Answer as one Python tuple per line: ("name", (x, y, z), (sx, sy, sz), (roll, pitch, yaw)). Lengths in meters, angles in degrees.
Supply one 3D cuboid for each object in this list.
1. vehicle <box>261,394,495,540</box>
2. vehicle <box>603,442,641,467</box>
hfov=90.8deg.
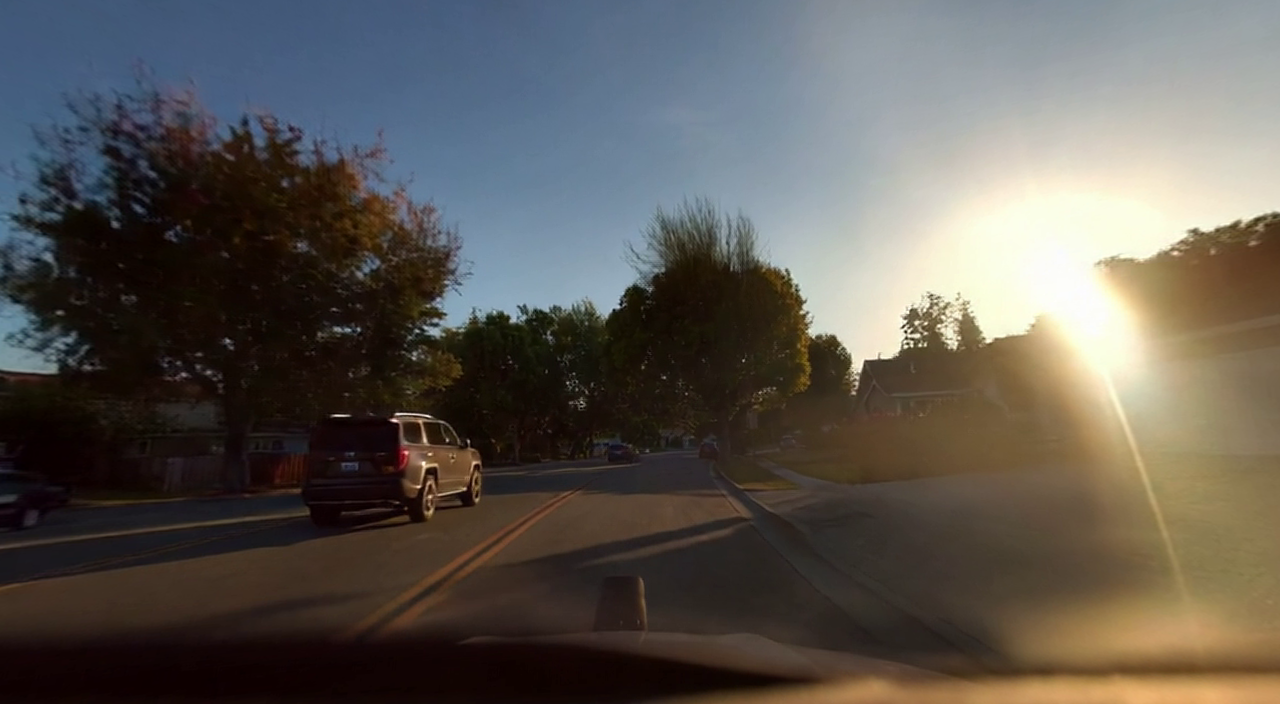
("vehicle", (-4.370, 2.035, 11.726), (2.085, 2.084, 5.133), (0, -8, 1))
("vehicle", (-1.222, 7.403, 45.748), (2.001, 1.664, 4.174), (-2, -9, 9))
